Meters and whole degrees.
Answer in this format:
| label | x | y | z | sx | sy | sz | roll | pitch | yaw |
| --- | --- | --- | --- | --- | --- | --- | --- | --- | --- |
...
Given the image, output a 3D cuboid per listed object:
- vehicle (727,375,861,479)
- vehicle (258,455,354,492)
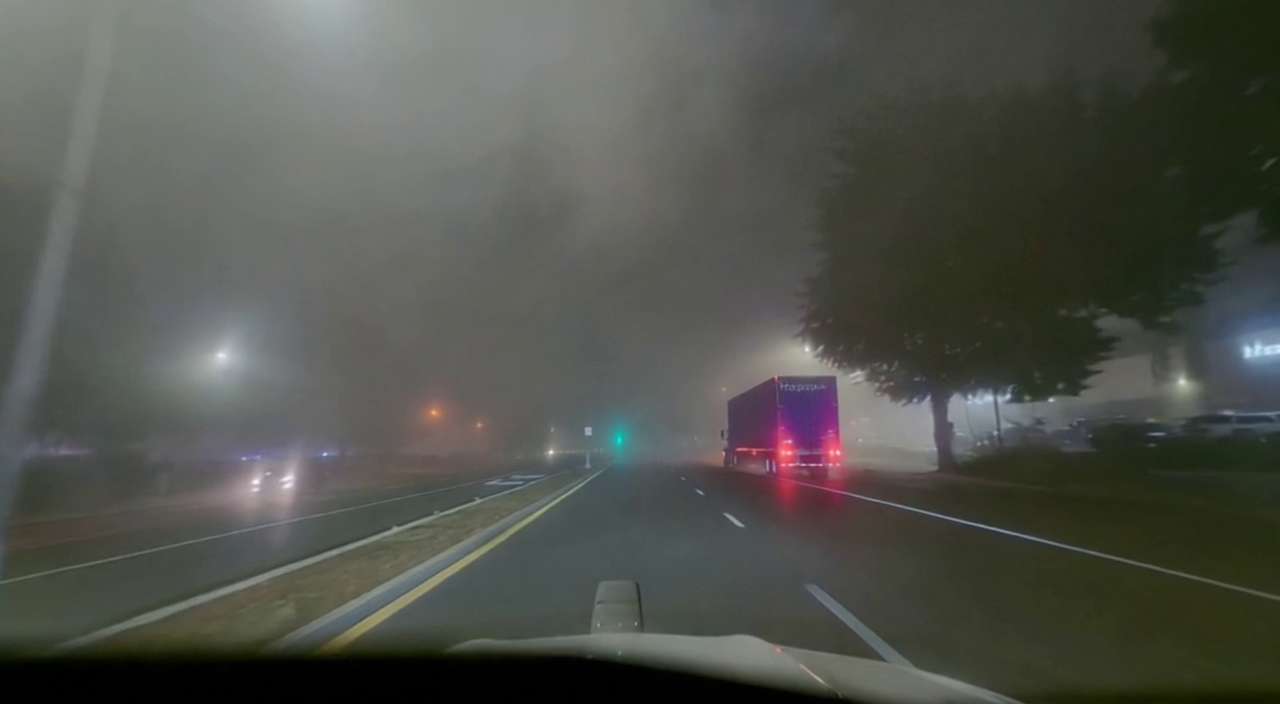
| label | x | y | z | sx | sy | sz | roll | pitch | yaw |
| --- | --- | --- | --- | --- | --- | --- | --- | --- | --- |
| vehicle | 6.411 | 3.584 | 28.891 | 3.120 | 3.794 | 11.510 | 0 | -8 | -1 |
| vehicle | -15.467 | 5.637 | 29.582 | 1.901 | 1.487 | 4.711 | 0 | -9 | 0 |
